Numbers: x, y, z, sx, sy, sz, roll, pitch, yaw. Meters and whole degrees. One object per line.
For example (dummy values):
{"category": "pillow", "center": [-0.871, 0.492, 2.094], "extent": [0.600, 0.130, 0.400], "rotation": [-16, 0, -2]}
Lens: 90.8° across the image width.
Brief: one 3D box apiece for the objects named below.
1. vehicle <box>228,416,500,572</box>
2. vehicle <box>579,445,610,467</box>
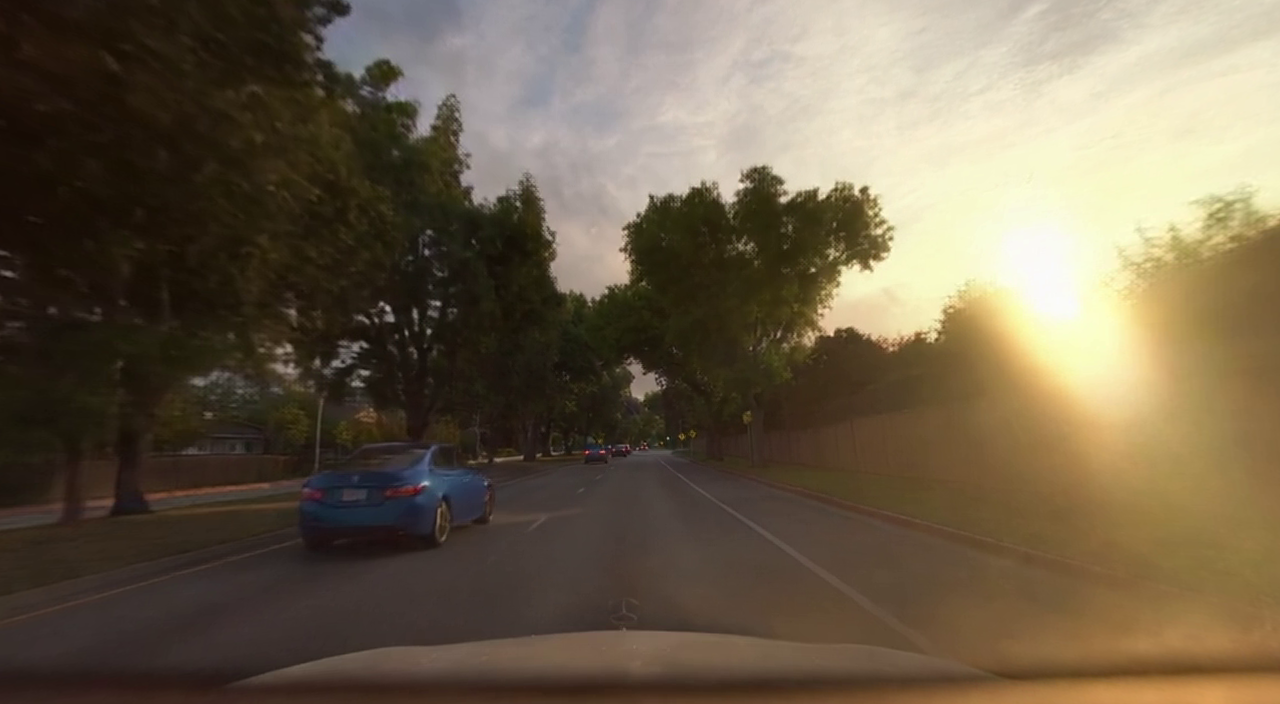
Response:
{"category": "vehicle", "center": [-3.498, 1.876, 9.164], "extent": [1.919, 1.650, 4.546], "rotation": [0, -8, -1]}
{"category": "vehicle", "center": [-3.152, 7.363, 44.943], "extent": [1.870, 1.431, 4.317], "rotation": [0, -8, 0]}
